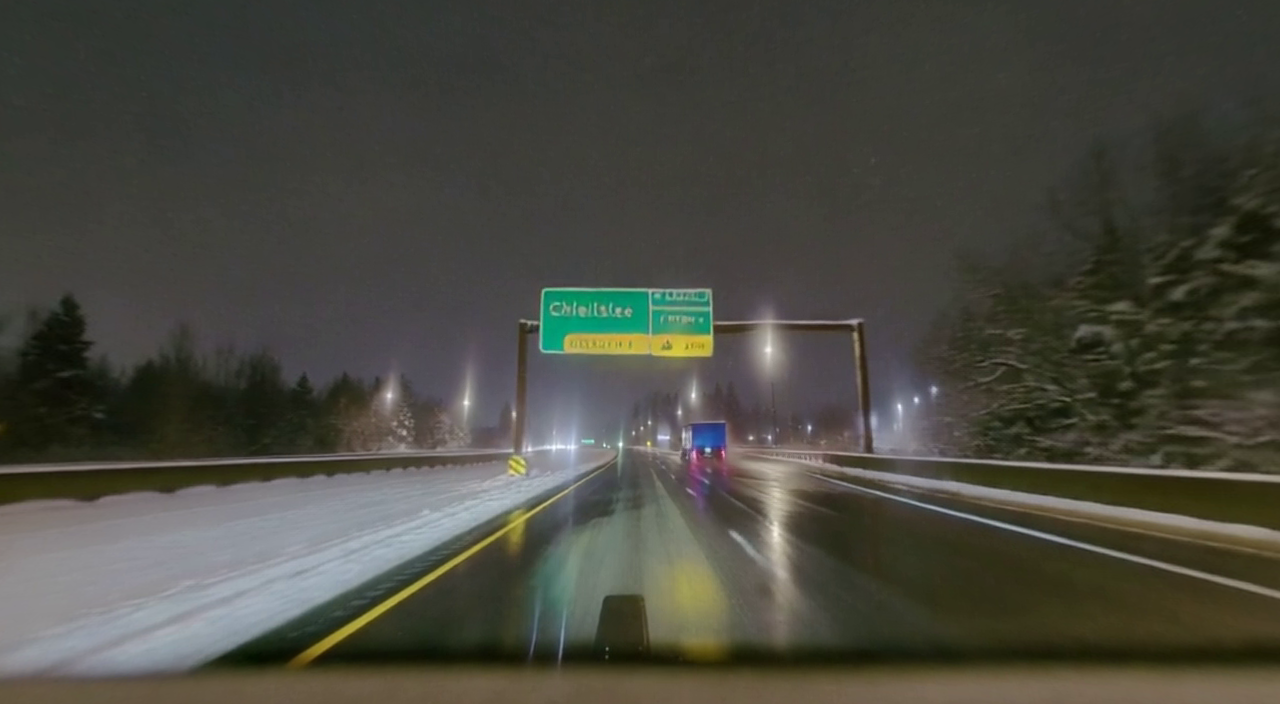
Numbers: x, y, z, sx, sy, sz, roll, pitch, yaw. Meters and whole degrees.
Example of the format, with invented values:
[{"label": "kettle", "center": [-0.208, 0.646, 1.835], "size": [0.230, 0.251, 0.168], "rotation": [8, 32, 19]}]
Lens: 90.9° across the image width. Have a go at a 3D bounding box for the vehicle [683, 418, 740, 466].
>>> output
[{"label": "vehicle", "center": [4.009, 5.249, 36.793], "size": [2.430, 2.495, 6.062], "rotation": [1, -8, -2]}]
